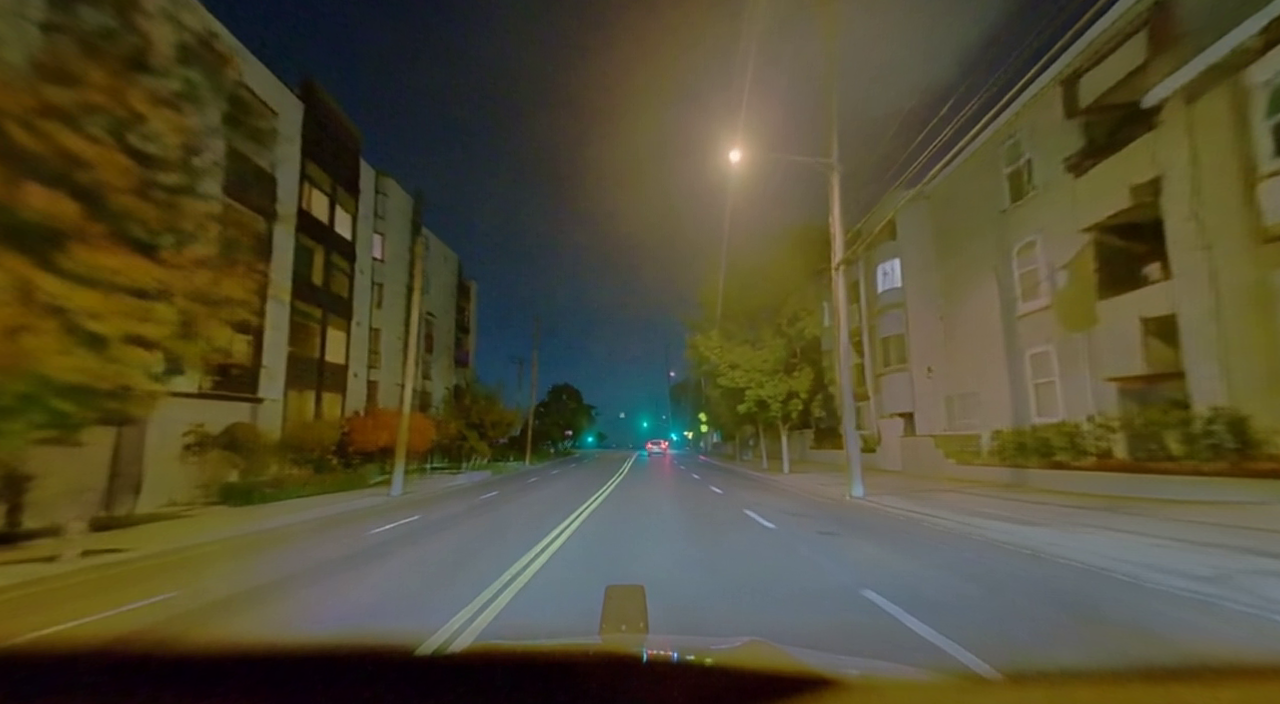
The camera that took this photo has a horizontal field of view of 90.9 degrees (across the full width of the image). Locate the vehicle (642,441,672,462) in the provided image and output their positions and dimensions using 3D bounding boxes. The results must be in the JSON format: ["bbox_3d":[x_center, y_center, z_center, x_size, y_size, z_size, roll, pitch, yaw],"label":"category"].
[{"bbox_3d":[1.193,7.358,46.508,2.097,1.463,4.043,0,-9,0],"label":"vehicle"}]

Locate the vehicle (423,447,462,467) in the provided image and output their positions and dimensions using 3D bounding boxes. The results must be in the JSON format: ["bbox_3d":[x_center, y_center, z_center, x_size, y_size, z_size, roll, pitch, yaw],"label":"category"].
[{"bbox_3d":[-15.326,8.120,49.106,1.692,1.477,3.902,0,-9,1],"label":"vehicle"}]

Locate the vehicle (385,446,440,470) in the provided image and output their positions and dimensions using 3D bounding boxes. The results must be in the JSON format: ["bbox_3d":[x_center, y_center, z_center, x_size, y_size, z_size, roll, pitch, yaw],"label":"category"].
[{"bbox_3d":[-15.531,7.262,43.359,2.113,1.501,4.659,0,-9,-1],"label":"vehicle"}]
